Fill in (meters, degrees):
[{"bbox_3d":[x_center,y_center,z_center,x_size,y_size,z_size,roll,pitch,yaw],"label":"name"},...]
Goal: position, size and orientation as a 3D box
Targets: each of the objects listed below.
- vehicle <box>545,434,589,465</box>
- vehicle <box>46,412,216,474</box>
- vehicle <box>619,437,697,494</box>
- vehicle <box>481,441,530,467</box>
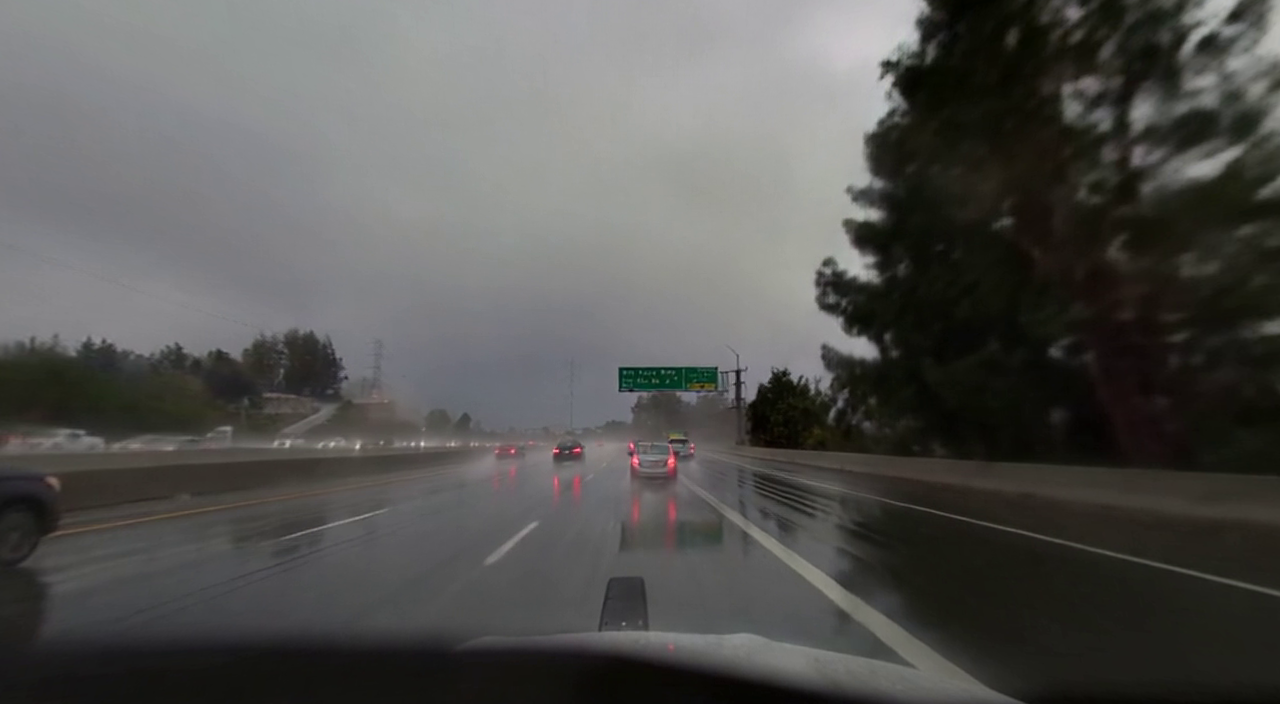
[{"bbox_3d":[-4.426,5.978,38.872,2.289,1.777,4.534,0,-8,-2],"label":"vehicle"},{"bbox_3d":[-29.091,5.319,36.819,2.815,3.121,8.954,0,-8,-3],"label":"vehicle"},{"bbox_3d":[0.423,3.310,18.816,2.082,1.482,4.126,0,-8,-1],"label":"vehicle"},{"bbox_3d":[-8.119,6.196,38.438,1.974,1.464,4.733,0,-8,-1],"label":"vehicle"}]
